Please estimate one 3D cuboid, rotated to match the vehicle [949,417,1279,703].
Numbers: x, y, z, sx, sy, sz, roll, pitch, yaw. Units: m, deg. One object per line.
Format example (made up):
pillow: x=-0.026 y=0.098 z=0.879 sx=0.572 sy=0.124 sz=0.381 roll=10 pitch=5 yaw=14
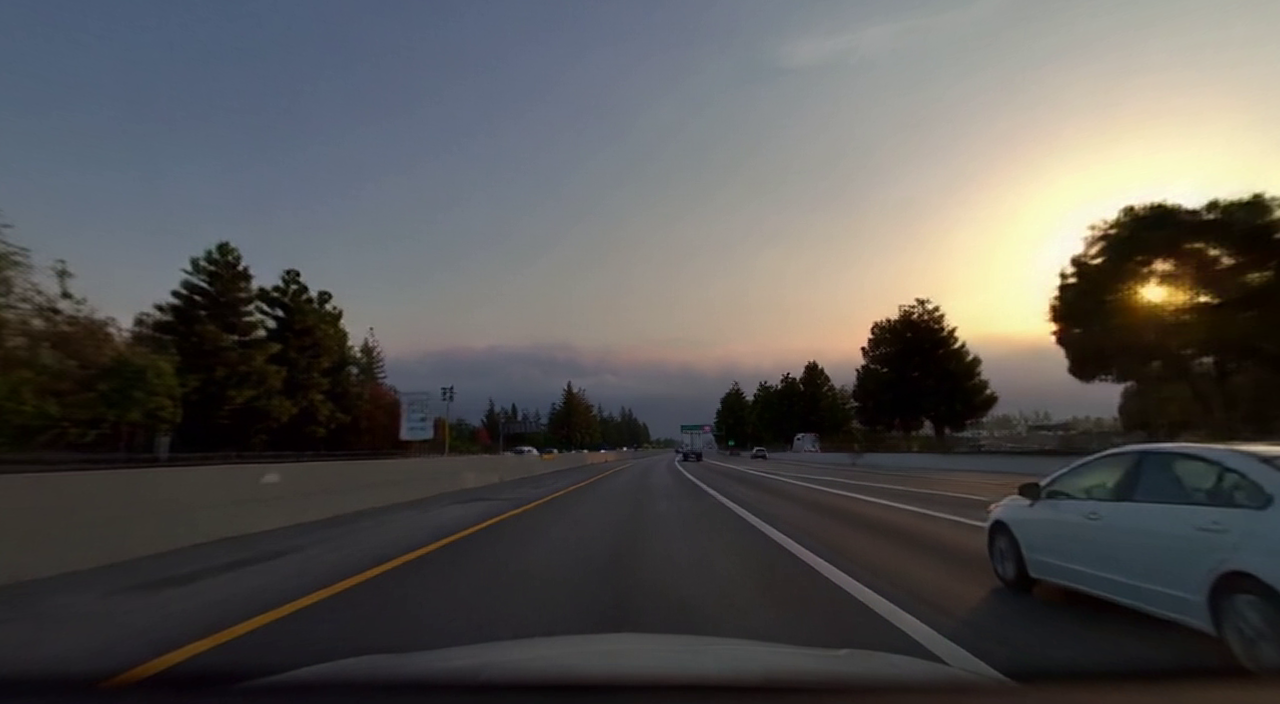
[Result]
vehicle: x=3.838 y=1.159 z=3.677 sx=1.938 sy=1.456 sz=4.204 roll=0 pitch=-9 yaw=0
